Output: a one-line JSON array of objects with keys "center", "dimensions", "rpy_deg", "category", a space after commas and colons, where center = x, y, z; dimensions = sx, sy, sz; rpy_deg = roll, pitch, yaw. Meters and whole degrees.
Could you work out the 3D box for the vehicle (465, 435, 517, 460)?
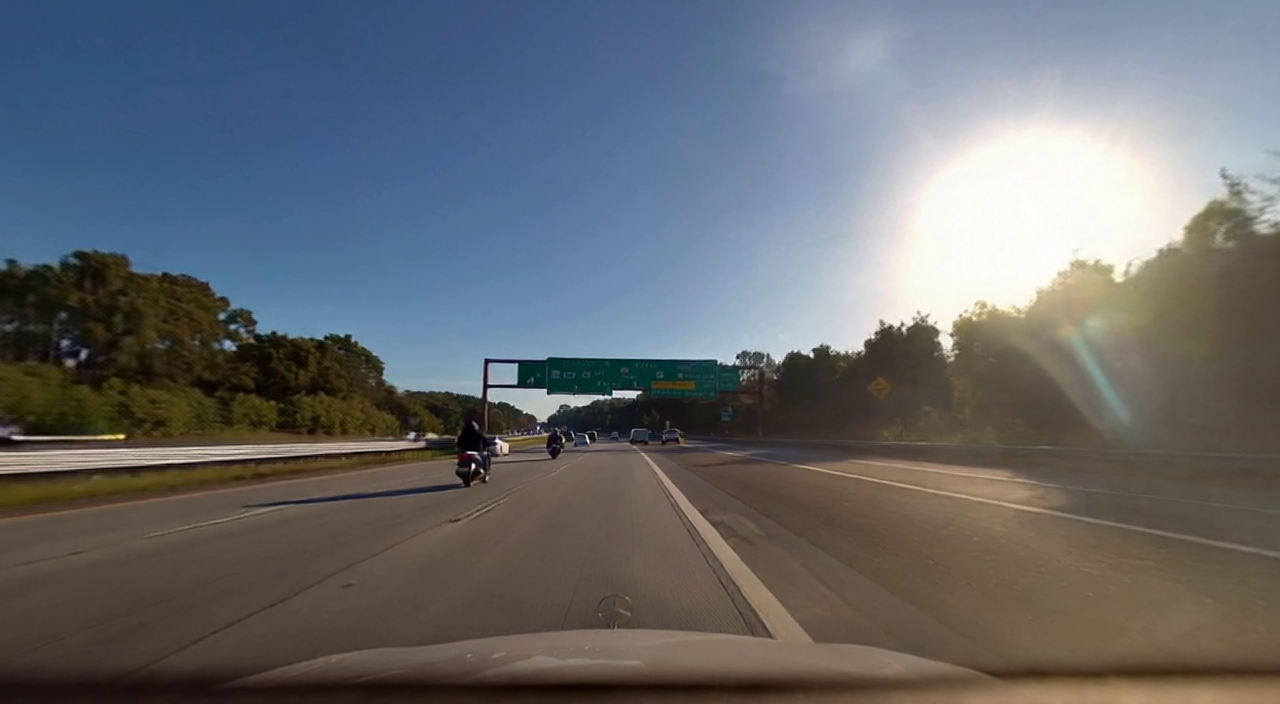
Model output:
[{"center": [-8.862, 5.713, 37.962], "dimensions": [2.053, 1.409, 4.704], "rpy_deg": [0, -8, -1], "category": "vehicle"}]
